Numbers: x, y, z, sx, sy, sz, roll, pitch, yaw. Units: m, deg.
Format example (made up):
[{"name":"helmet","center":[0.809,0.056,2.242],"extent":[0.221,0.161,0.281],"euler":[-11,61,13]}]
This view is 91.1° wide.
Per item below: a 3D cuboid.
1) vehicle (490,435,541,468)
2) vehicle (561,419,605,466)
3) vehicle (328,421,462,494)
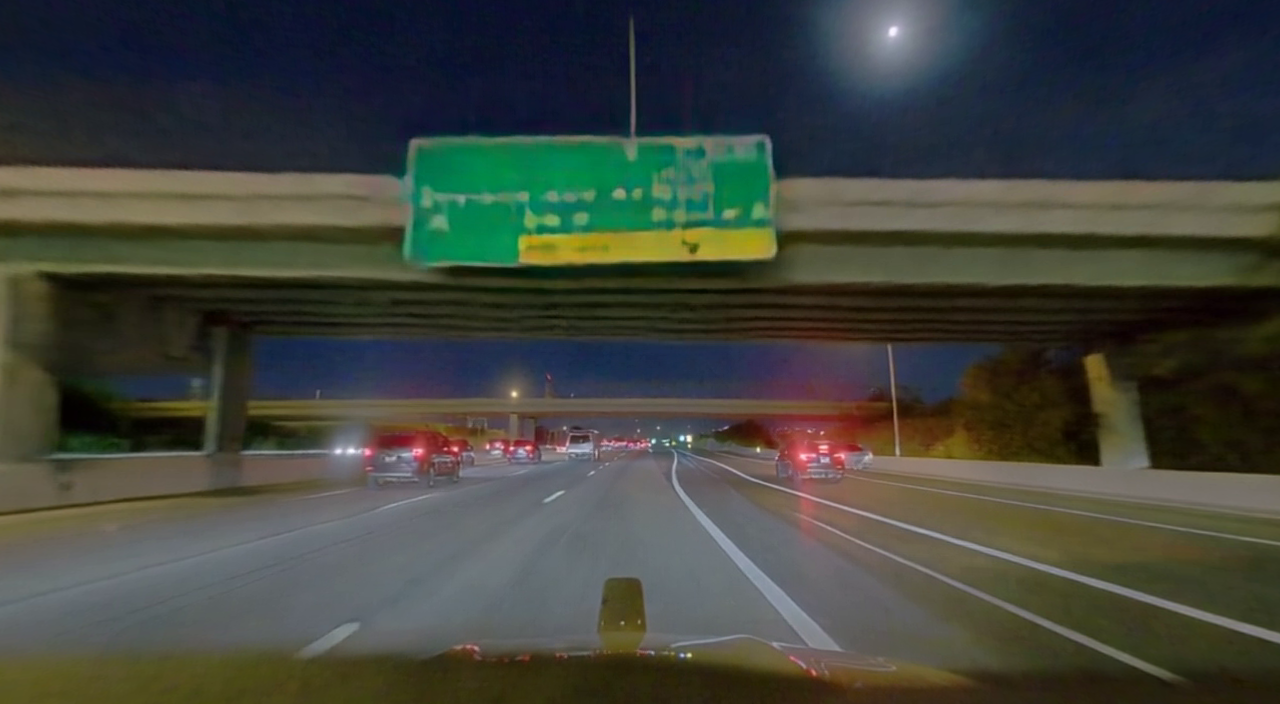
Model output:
[{"name":"vehicle","center":[-7.328,5.894,37.323],"extent":[2.109,1.784,4.709],"euler":[0,-8,-1]},{"name":"vehicle","center":[-3.651,5.954,41.394],"extent":[2.301,2.843,6.458],"euler":[0,-8,0]},{"name":"vehicle","center":[-7.281,3.187,19.326],"extent":[2.179,1.948,4.618],"euler":[0,-8,1]}]
